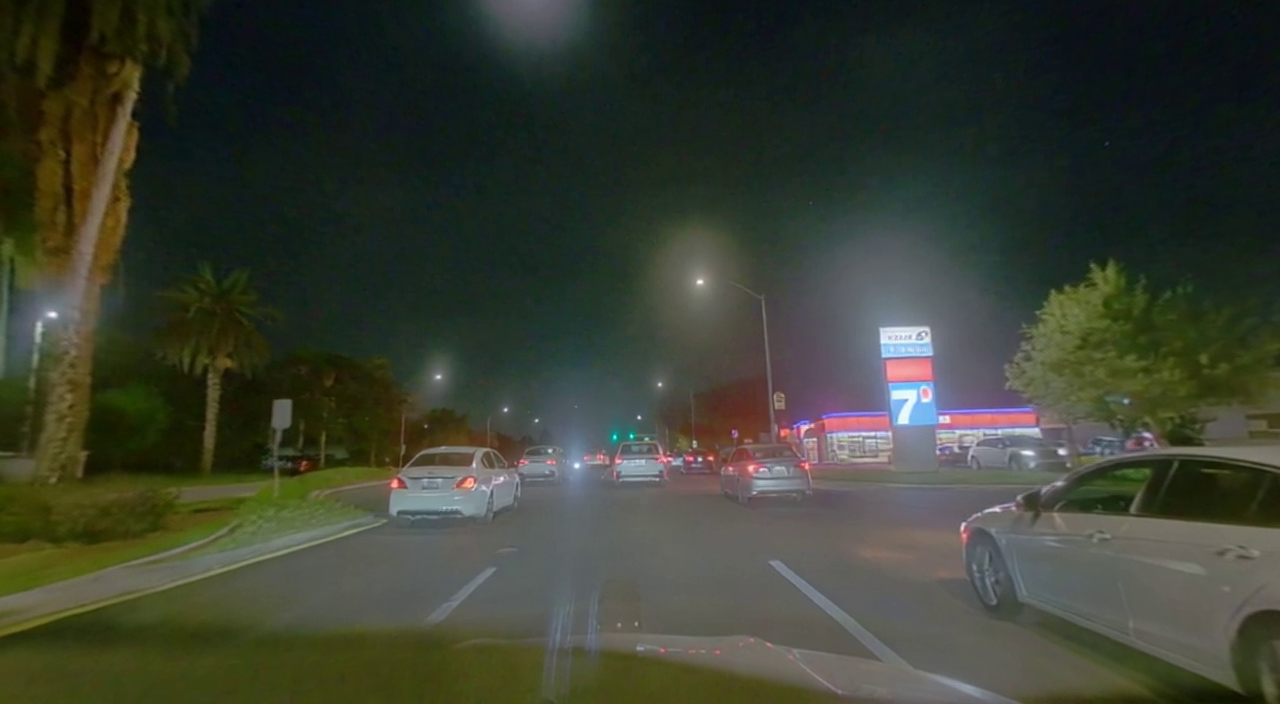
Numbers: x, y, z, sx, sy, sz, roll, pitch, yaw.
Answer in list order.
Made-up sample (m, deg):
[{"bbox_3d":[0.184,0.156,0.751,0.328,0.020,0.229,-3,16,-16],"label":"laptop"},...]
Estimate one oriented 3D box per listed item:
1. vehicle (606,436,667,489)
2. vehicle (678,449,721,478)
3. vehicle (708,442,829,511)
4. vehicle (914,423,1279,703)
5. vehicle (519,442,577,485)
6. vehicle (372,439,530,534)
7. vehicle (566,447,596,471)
[{"bbox_3d":[-0.156,4.229,24.446,2.164,1.867,4.254,0,-8,-1],"label":"vehicle"},{"bbox_3d":[3.241,6.193,35.085,1.880,1.476,3.932,0,-8,-2],"label":"vehicle"},{"bbox_3d":[3.076,3.082,16.147,1.977,1.480,4.589,0,-8,-2],"label":"vehicle"},{"bbox_3d":[3.633,1.206,3.853,1.867,1.448,4.436,0,-8,-1],"label":"vehicle"},{"bbox_3d":[-3.967,4.865,27.821,1.932,1.695,4.235,0,-8,0],"label":"vehicle"},{"bbox_3d":[-3.395,2.469,12.246,1.864,1.505,4.202,0,-8,-1],"label":"vehicle"},{"bbox_3d":[-4.321,7.830,46.354,1.871,1.673,3.920,0,-8,-1],"label":"vehicle"}]
